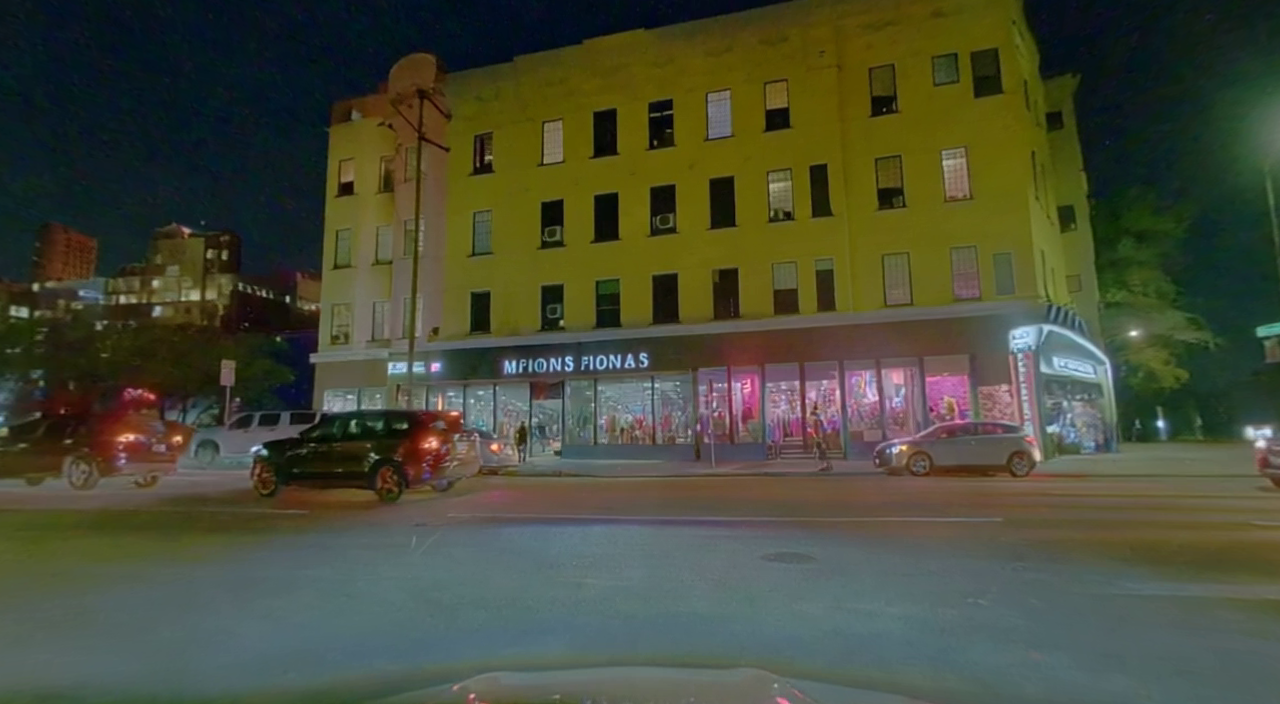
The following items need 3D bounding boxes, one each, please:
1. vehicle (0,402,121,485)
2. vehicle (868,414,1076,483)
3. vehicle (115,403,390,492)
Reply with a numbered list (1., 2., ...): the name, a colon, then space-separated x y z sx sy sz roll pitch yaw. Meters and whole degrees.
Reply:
1. vehicle: -13.922 1.912 13.113 4.597 1.544 2.158 -1 -9 7
2. vehicle: 8.625 2.563 16.770 4.410 1.687 1.834 -1 -9 5
3. vehicle: -7.258 1.817 11.985 4.330 1.458 1.932 -3 -9 16
